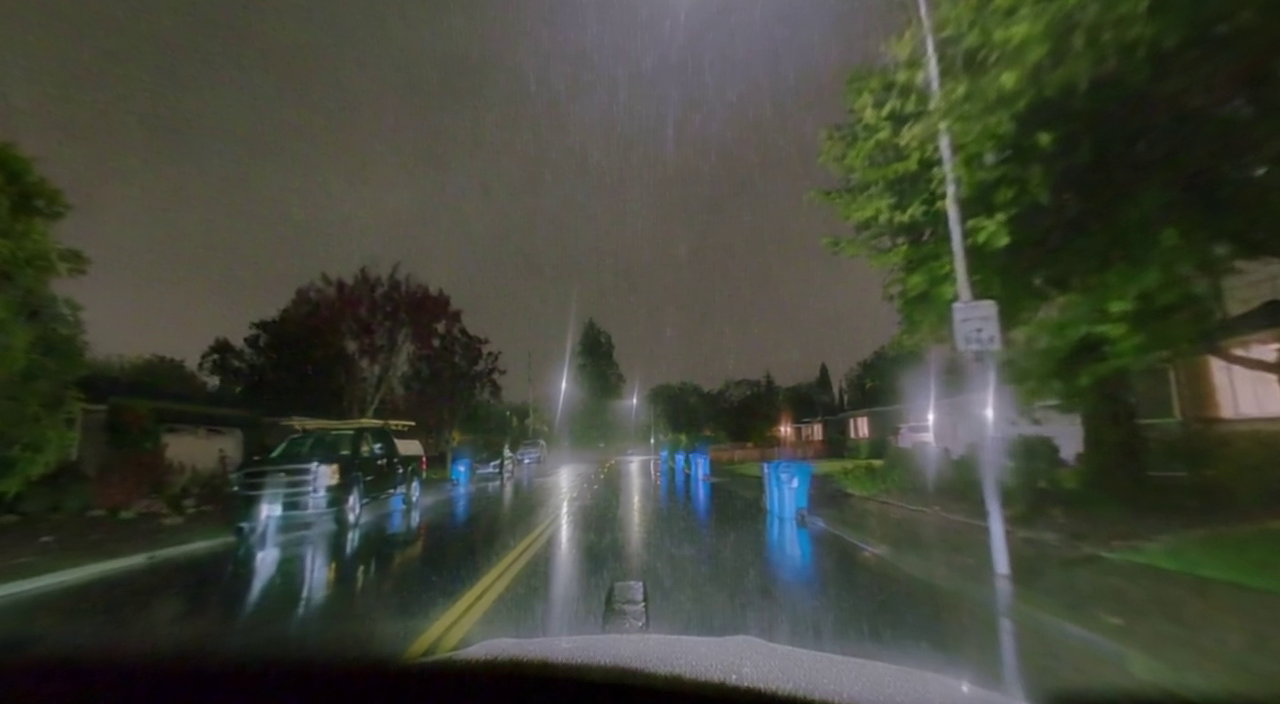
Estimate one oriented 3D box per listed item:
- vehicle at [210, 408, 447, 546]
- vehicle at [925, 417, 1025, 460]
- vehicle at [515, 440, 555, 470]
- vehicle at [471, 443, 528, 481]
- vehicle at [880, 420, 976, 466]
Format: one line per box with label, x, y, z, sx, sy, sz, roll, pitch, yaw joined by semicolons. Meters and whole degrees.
vehicle;-6.427;2.479;14.105;2.223;2.115;5.707;5;-4;1
vehicle;14.545;3.830;27.697;1.915;1.740;4.309;1;-9;-1
vehicle;-7.393;7.251;44.670;2.169;1.871;4.762;-3;-7;-3
vehicle;-6.917;5.449;31.501;1.945;1.530;4.430;-4;-7;-3
vehicle;12.446;3.951;27.619;1.936;1.687;4.714;-5;-7;0
